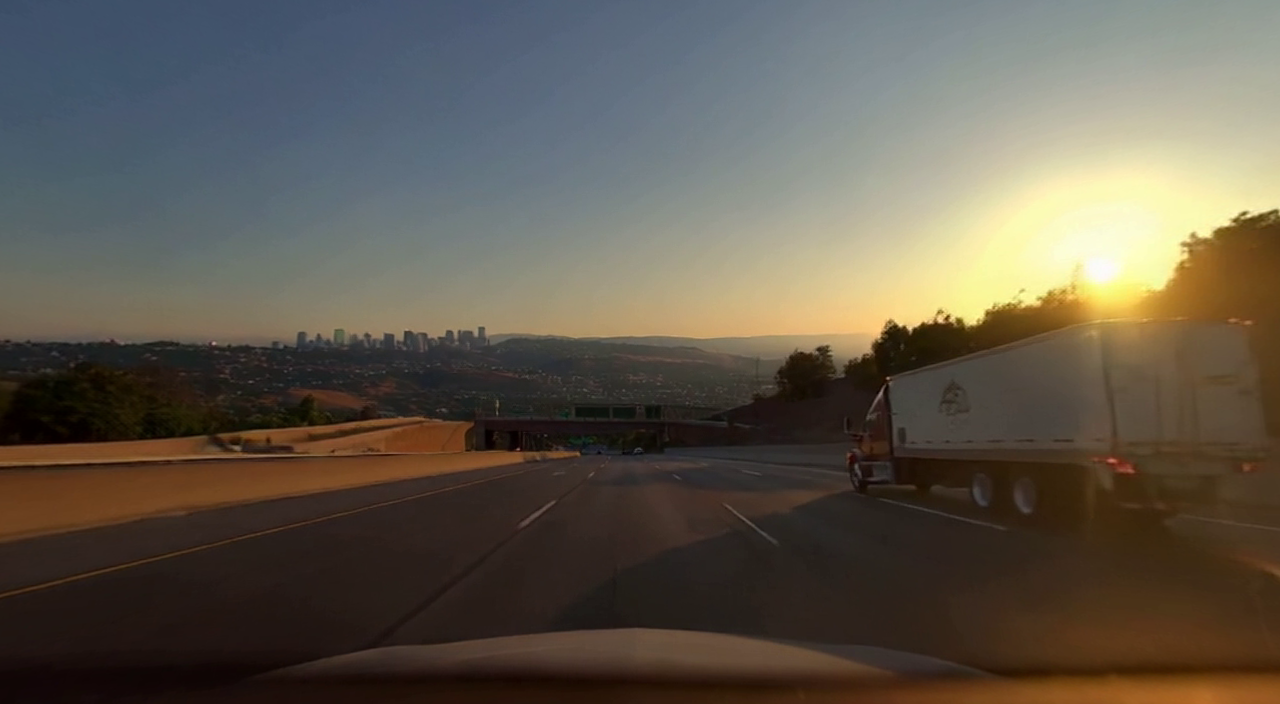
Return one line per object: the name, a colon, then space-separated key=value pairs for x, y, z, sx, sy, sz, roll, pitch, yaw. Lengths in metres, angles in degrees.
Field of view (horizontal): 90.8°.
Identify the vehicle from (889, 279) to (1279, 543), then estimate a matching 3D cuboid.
vehicle: x=7.179 y=1.181 z=10.876 sx=2.627 sy=3.011 sz=7.287 roll=0 pitch=-9 yaw=-1
